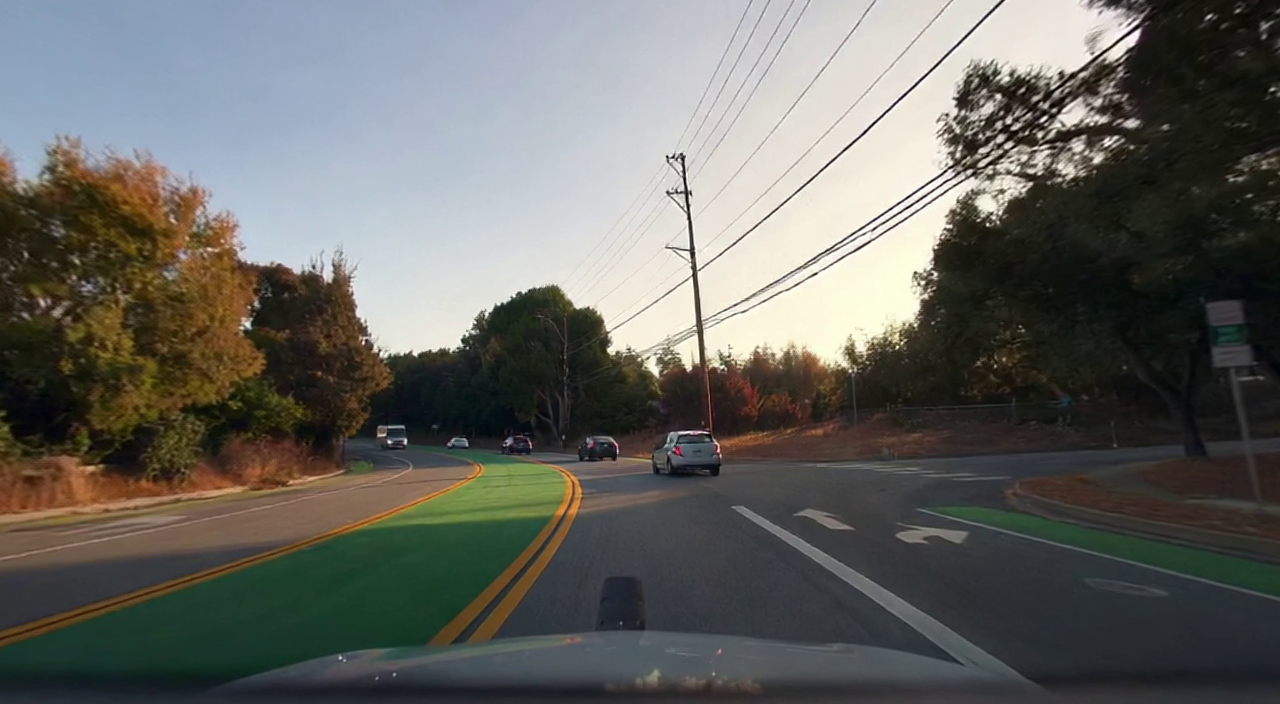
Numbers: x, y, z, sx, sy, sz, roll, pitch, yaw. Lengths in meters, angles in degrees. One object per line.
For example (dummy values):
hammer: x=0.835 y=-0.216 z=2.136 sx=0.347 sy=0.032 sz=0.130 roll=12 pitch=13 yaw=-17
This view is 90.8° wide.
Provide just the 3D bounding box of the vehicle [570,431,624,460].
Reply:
vehicle: x=-2.721 y=5.789 z=39.015 sx=2.075 sy=1.699 sz=4.520 roll=3 pitch=-9 yaw=-20

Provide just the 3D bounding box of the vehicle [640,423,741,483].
vehicle: x=1.526 y=3.365 z=21.200 sx=2.140 sy=1.767 sz=4.720 roll=2 pitch=-9 yaw=-11
